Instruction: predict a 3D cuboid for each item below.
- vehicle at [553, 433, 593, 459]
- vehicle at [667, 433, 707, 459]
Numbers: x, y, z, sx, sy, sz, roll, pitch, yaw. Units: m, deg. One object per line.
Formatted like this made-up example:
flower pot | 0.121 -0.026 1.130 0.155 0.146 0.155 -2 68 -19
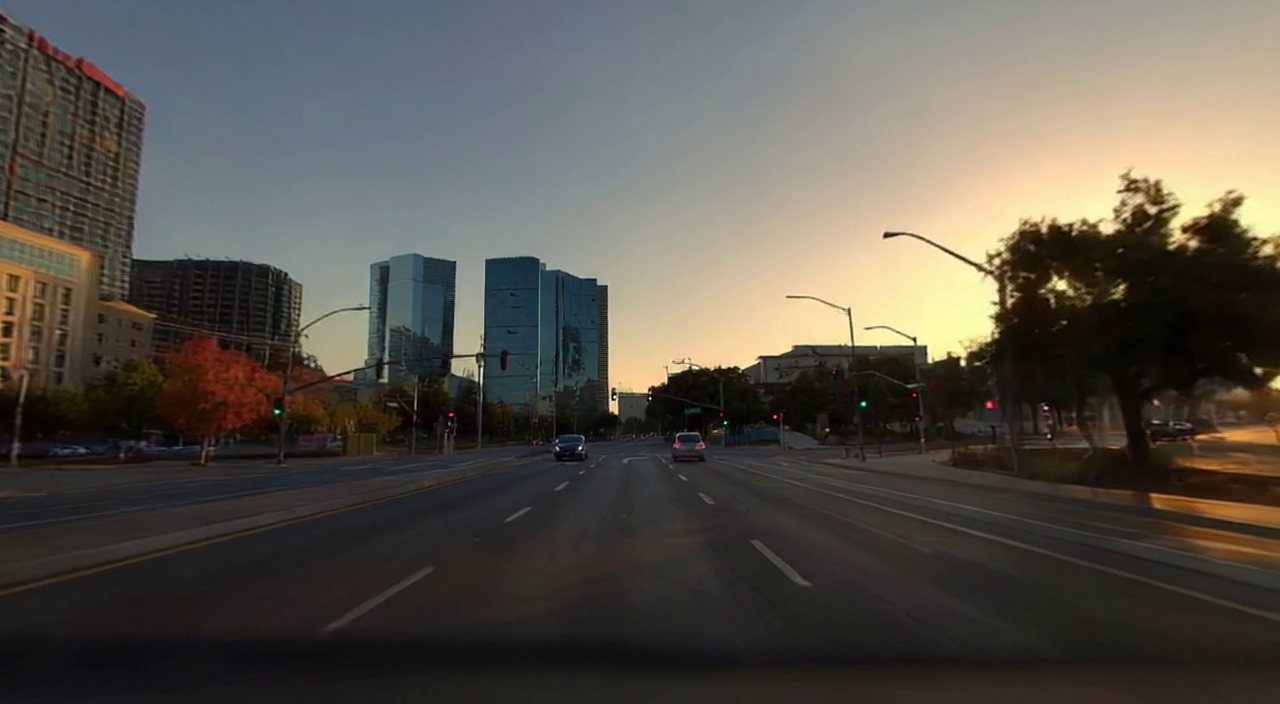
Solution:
vehicle | -4.161 5.881 39.706 1.973 1.526 4.533 0 -8 0
vehicle | 2.843 5.858 39.296 2.130 1.524 4.722 0 -8 0
